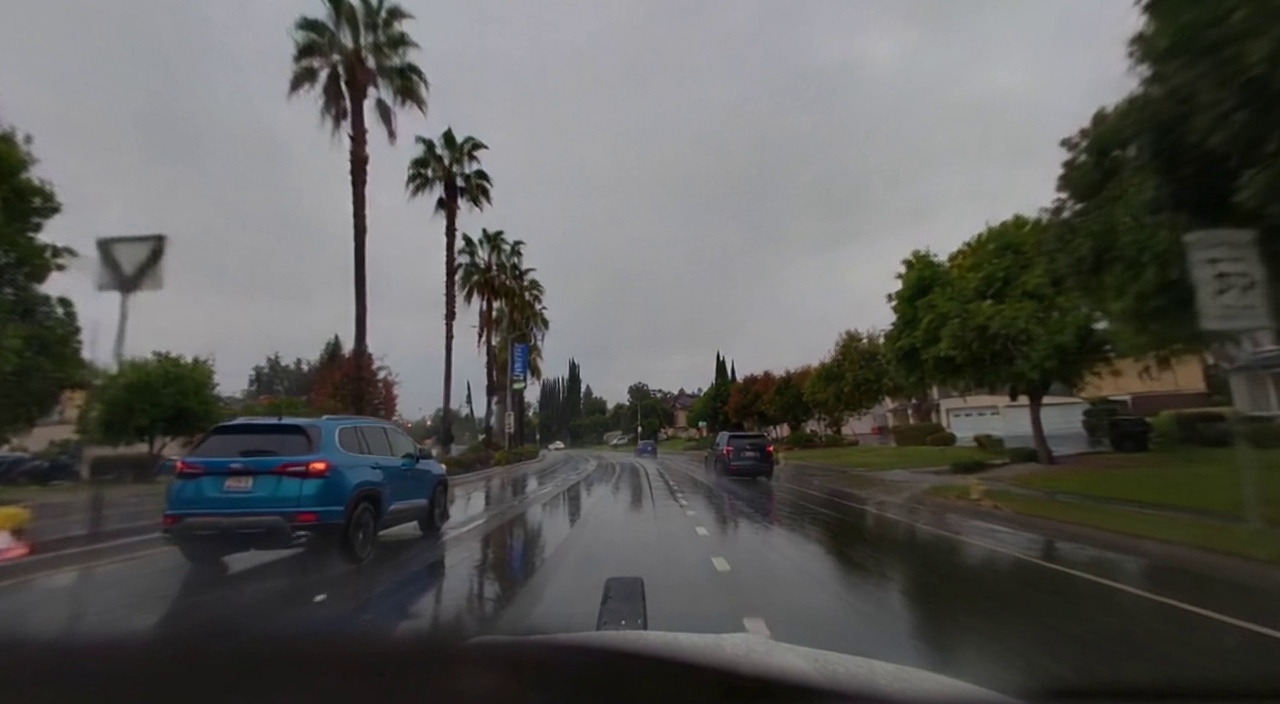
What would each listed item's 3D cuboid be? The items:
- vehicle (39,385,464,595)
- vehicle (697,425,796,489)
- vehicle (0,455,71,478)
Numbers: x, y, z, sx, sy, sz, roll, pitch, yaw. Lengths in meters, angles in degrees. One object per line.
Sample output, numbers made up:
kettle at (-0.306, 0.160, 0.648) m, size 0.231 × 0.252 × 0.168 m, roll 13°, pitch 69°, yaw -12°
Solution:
vehicle at (-3.984, 1.514, 7.814) m, size 2.150 × 1.768 × 4.868 m, roll 0°, pitch -8°, yaw 0°
vehicle at (3.230, 3.306, 20.162) m, size 2.195 × 1.804 × 4.658 m, roll 0°, pitch -8°, yaw -2°
vehicle at (-37.704, 7.052, 38.751) m, size 3.347 × 1.368 × 1.745 m, roll 0°, pitch -8°, yaw -2°
